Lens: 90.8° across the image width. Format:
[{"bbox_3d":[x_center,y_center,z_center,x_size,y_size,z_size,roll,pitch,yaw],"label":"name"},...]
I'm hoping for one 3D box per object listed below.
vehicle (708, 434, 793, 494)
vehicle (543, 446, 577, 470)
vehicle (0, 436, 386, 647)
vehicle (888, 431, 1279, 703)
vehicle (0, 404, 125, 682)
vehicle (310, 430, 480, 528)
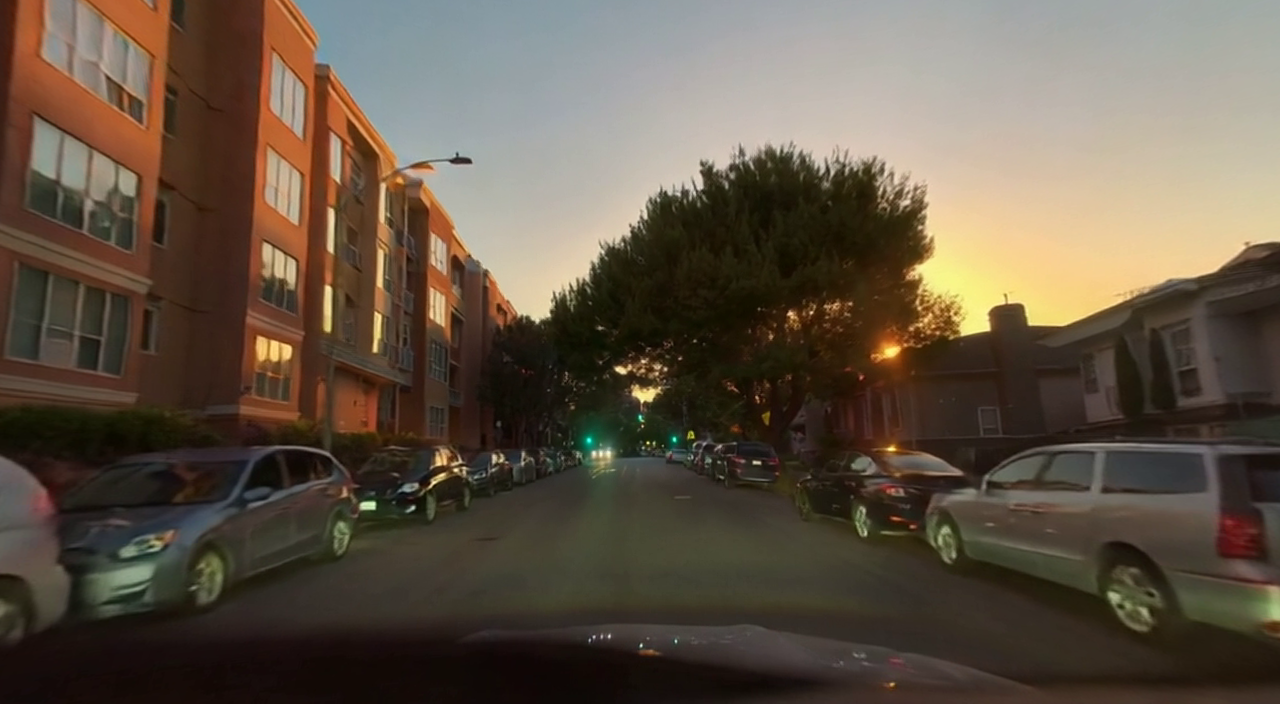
[{"bbox_3d":[3.603,3.762,21.621,1.912,1.781,5.159,0,-8,-1],"label":"vehicle"},{"bbox_3d":[-5.388,7.207,43.207,1.647,1.481,4.433,0,-8,2],"label":"vehicle"},{"bbox_3d":[-4.876,1.786,7.268,2.049,1.509,4.783,-2,-7,-2],"label":"vehicle"},{"bbox_3d":[4.094,1.525,5.598,1.707,1.528,4.812,0,-8,-2],"label":"vehicle"},{"bbox_3d":[-5.026,1.032,2.866,2.274,1.679,3.639,0,-8,0],"label":"vehicle"},{"bbox_3d":[-4.964,2.614,13.648,1.922,1.728,4.628,0,-8,-2],"label":"vehicle"}]
